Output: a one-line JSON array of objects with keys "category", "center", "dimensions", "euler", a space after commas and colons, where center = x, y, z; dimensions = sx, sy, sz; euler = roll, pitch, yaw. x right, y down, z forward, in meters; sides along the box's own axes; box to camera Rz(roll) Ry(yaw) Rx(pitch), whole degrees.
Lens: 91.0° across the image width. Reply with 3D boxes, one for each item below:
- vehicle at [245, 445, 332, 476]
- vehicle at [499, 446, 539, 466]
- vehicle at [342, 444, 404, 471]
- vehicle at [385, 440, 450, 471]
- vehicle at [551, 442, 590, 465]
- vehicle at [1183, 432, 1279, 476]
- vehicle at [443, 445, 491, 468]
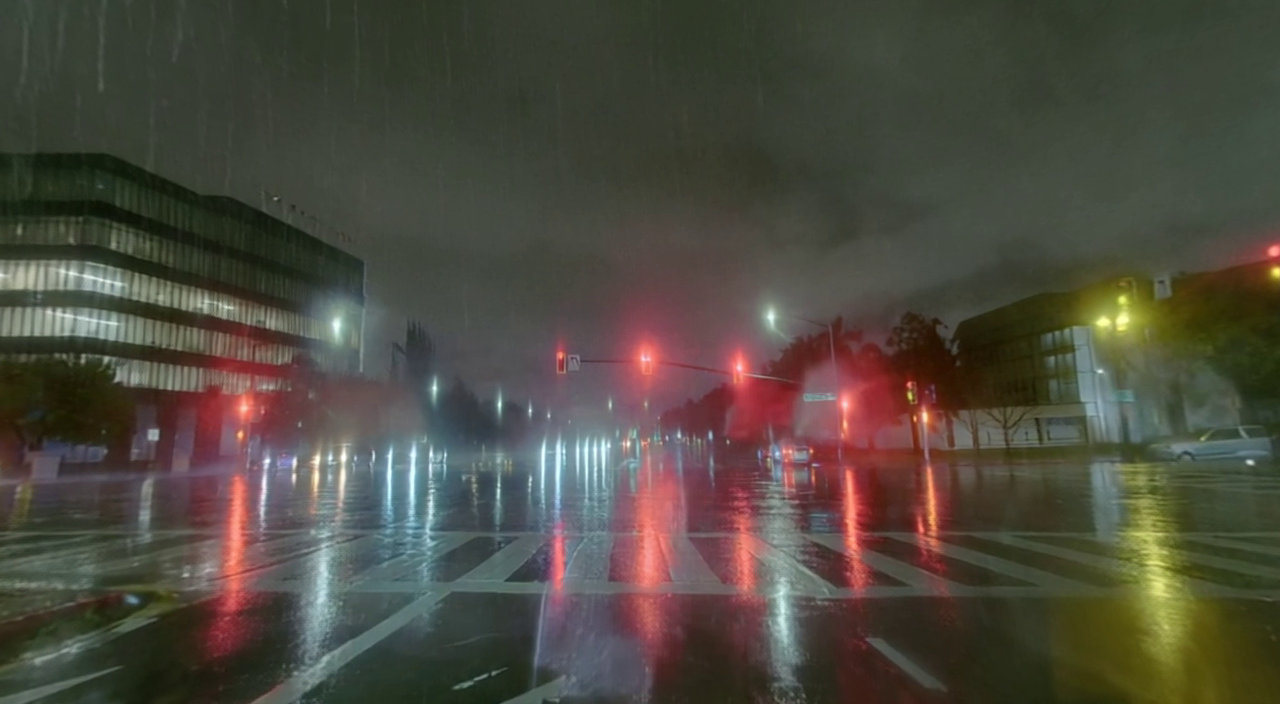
[{"category": "vehicle", "center": [-22.331, 6.883, 40.207], "dimensions": [2.032, 1.839, 4.884], "euler": [-2, -9, 12]}, {"category": "vehicle", "center": [-8.111, 7.010, 42.609], "dimensions": [1.910, 1.321, 3.692], "euler": [0, -9, 1]}, {"category": "vehicle", "center": [-18.554, 7.344, 44.005], "dimensions": [2.237, 1.801, 4.541], "euler": [0, -9, 1]}, {"category": "vehicle", "center": [-15.141, 7.039, 43.157], "dimensions": [2.340, 1.946, 5.450], "euler": [0, -9, 1]}, {"category": "vehicle", "center": [-4.533, 6.708, 41.674], "dimensions": [1.954, 1.431, 4.050], "euler": [0, -9, 2]}, {"category": "vehicle", "center": [22.315, 3.578, 22.241], "dimensions": [4.474, 1.477, 1.908], "euler": [0, -9, -3]}, {"category": "vehicle", "center": [-11.638, 7.069, 42.706], "dimensions": [1.911, 1.476, 4.297], "euler": [-1, -9, 2]}]
